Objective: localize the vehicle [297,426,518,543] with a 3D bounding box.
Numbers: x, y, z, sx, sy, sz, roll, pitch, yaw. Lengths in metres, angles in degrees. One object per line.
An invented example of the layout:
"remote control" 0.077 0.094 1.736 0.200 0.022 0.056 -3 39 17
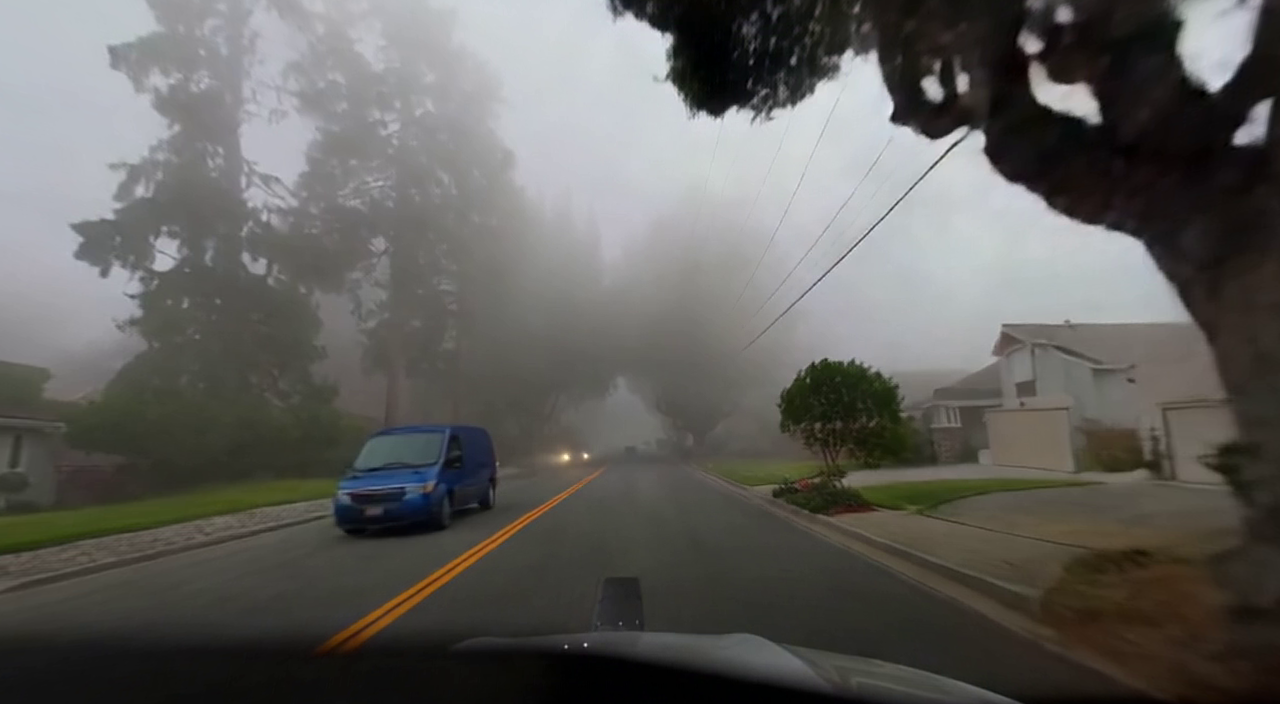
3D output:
"vehicle" -4.227 2.521 12.877 2.303 1.813 5.660 0 -9 0

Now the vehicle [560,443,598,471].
"vehicle" -4.184 7.299 44.082 2.161 1.798 4.627 0 -8 1
